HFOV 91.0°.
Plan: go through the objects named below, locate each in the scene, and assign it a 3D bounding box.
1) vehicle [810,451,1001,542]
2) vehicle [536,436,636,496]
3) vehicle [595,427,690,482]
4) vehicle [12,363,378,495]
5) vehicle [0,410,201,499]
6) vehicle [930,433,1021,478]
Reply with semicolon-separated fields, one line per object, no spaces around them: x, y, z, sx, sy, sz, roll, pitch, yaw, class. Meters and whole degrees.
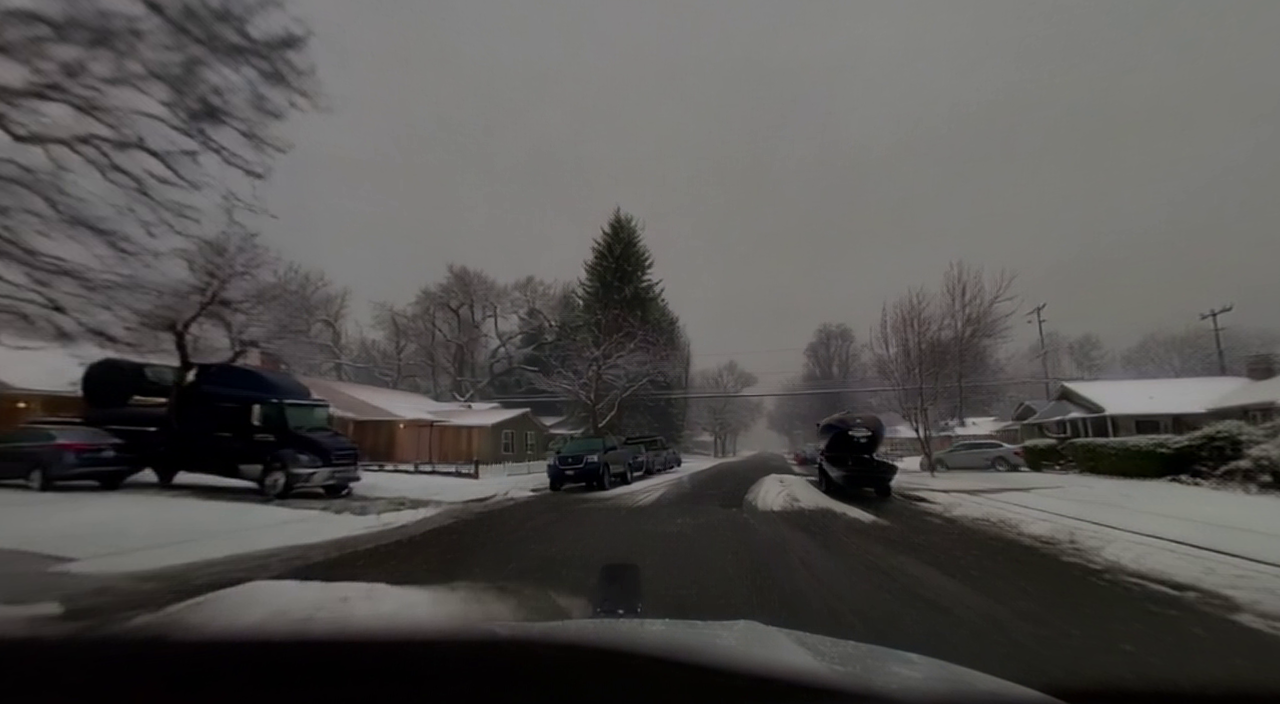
5.597;3.084;14.565;2.804;1.336;6.700;-1;-7;12;vehicle
-1.631;3.722;20.929;2.052;1.745;4.737;-2;-9;11;vehicle
0.303;4.717;29.141;2.632;2.249;6.179;-3;-9;17;vehicle
-11.513;2.102;16.760;7.767;3.105;2.858;-1;-9;6;vehicle
-12.553;2.235;13.874;4.360;1.746;2.079;-1;-9;9;vehicle
16.397;5.041;30.851;3.470;2.123;1.584;0;-8;1;vehicle
